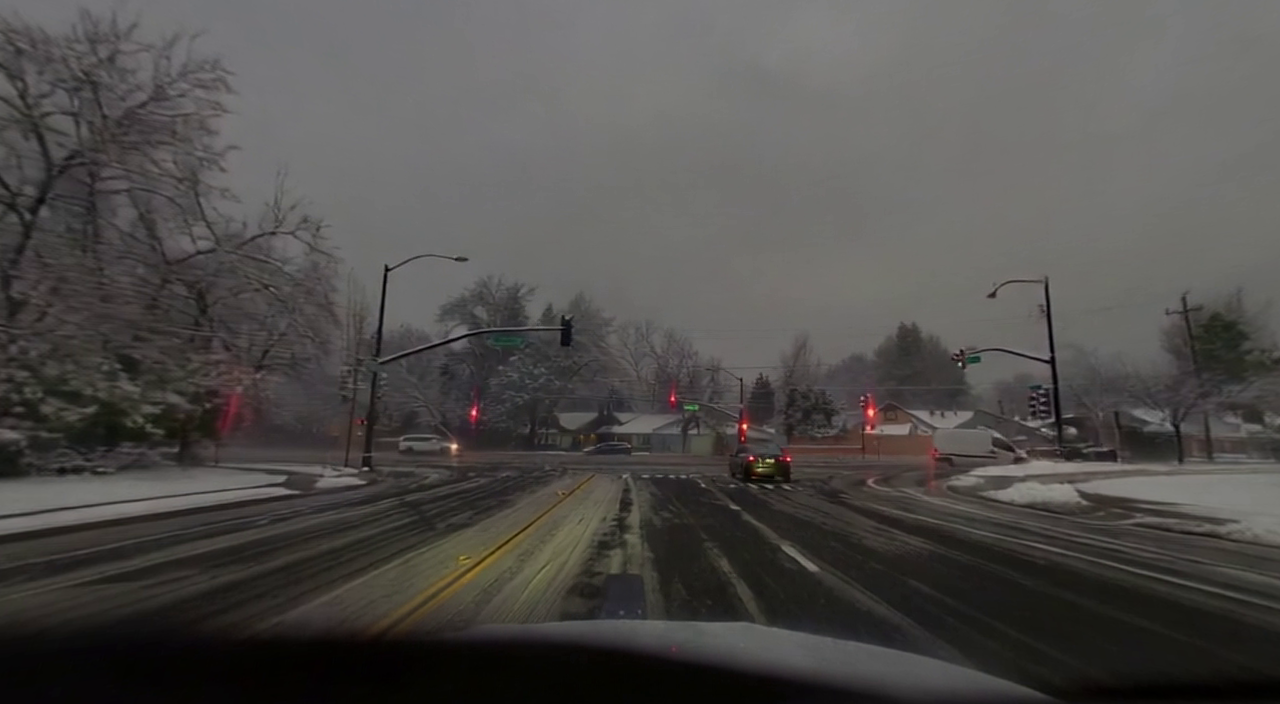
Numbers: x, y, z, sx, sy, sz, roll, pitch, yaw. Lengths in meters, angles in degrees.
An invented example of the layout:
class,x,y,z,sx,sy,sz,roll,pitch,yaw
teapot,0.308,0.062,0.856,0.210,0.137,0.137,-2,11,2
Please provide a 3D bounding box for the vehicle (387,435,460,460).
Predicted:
class,x,y,z,sx,sy,sz,roll,pitch,yaw
vehicle,-14.061,6.215,41.168,4.081,1.522,1.863,-1,-9,4

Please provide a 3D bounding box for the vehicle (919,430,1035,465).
class,x,y,z,sx,sy,sz,roll,pitch,yaw
vehicle,20.938,5.959,39.449,5.869,2.098,2.206,-1,-9,3

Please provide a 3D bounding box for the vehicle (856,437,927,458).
class,x,y,z,sx,sy,sz,roll,pitch,yaw
vehicle,19.551,7.446,49.254,4.630,1.637,2.023,0,-9,1

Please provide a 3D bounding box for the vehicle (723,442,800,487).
class,x,y,z,sx,sy,sz,roll,pitch,yaw
vehicle,4.344,4.085,23.252,1.947,1.485,4.336,0,-8,0
